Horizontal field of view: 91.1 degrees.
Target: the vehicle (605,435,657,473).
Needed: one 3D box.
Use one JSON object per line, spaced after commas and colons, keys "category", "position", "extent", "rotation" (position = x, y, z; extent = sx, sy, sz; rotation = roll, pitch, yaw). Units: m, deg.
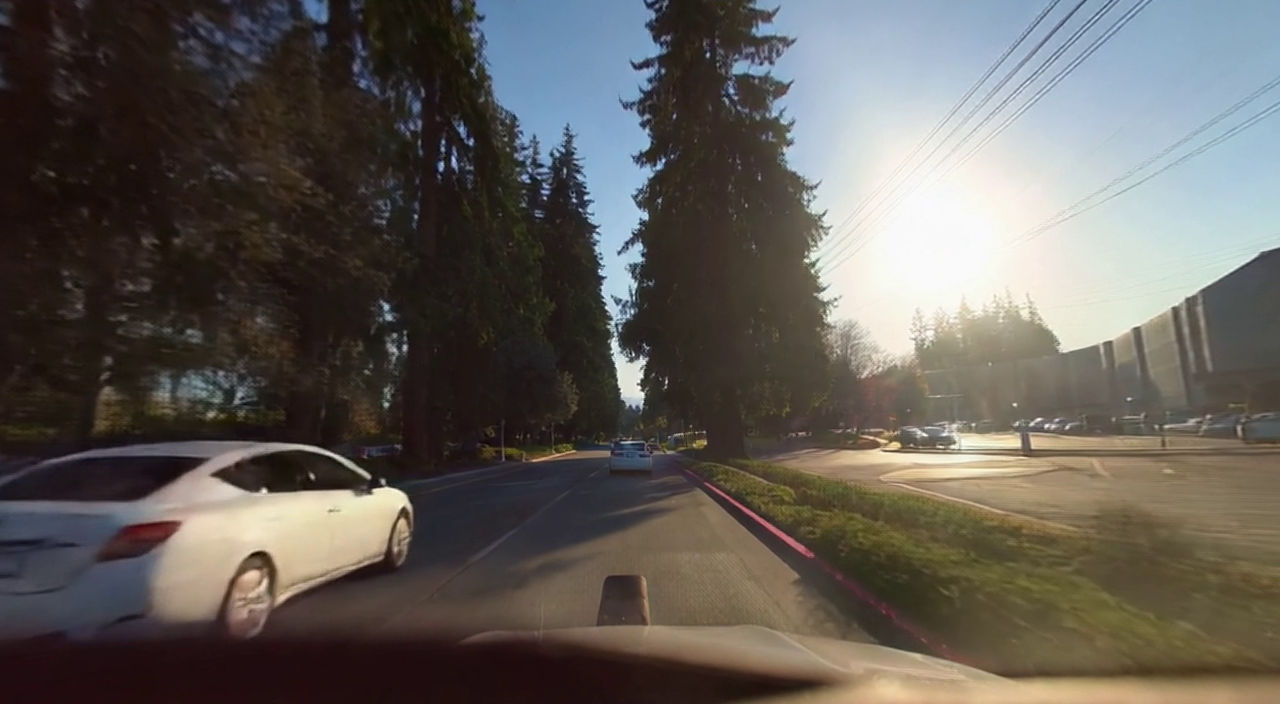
{"category": "vehicle", "position": [-0.357, 4.245, 26.357], "extent": [1.991, 1.463, 3.988], "rotation": [0, -9, 0]}
